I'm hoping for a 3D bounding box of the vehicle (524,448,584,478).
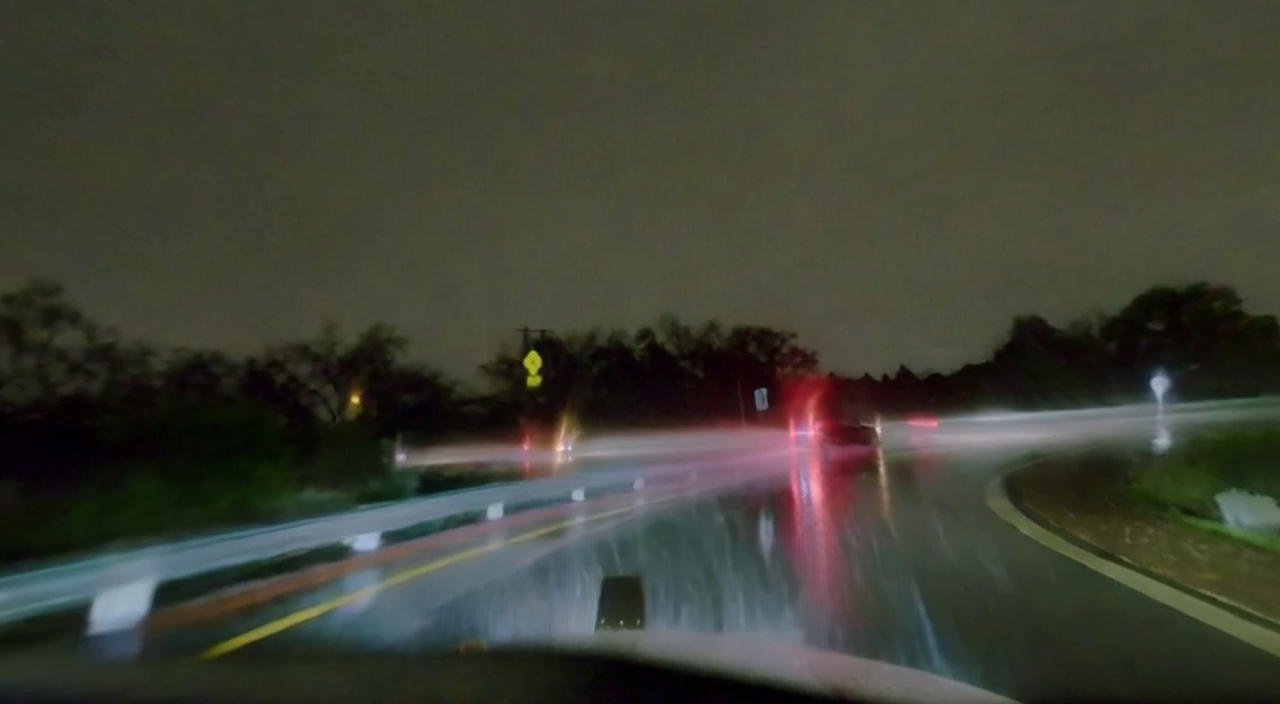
[{"bbox_3d":[-5.980,7.740,43.912,3.990,1.549,1.971,-3,-17,-6],"label":"vehicle"}]
